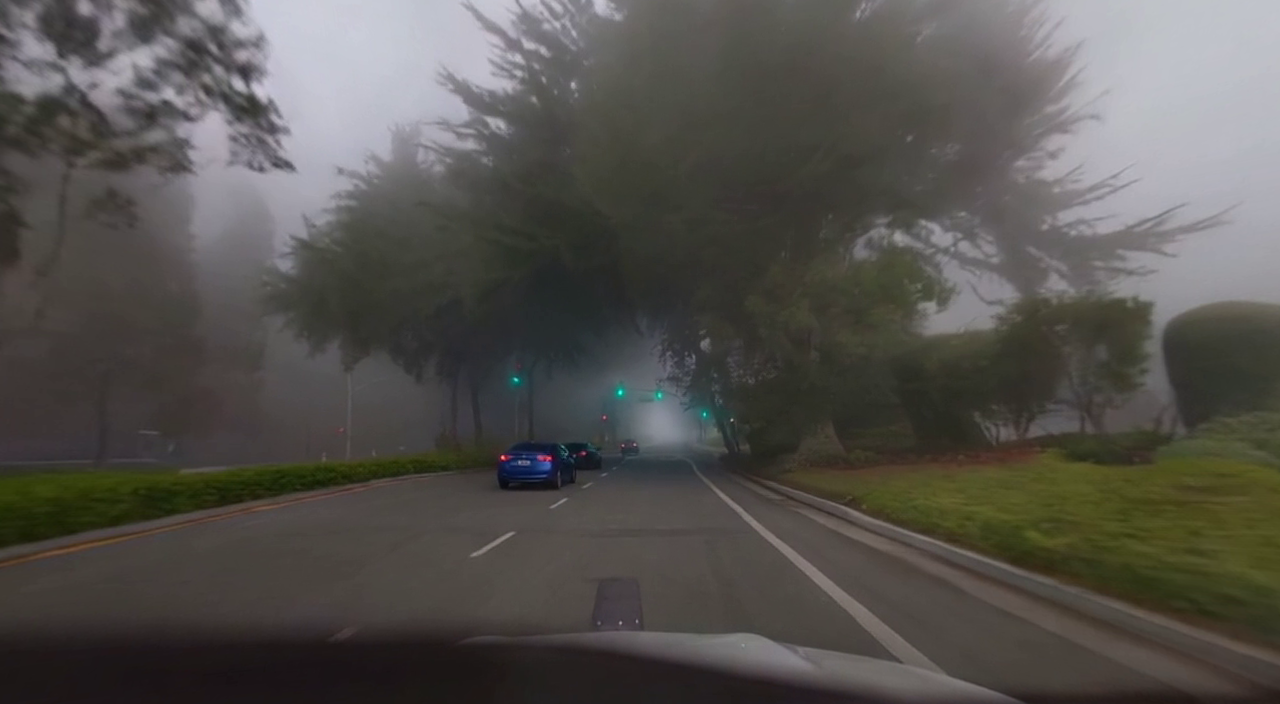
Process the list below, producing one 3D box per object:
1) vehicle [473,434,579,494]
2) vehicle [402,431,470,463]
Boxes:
[{"bbox_3d":[-3.130,3.209,18.448,2.038,1.486,4.678,-1,-9,3],"label":"vehicle"},{"bbox_3d":[-15.362,7.230,48.127,2.734,2.261,6.993,0,-9,1],"label":"vehicle"}]
